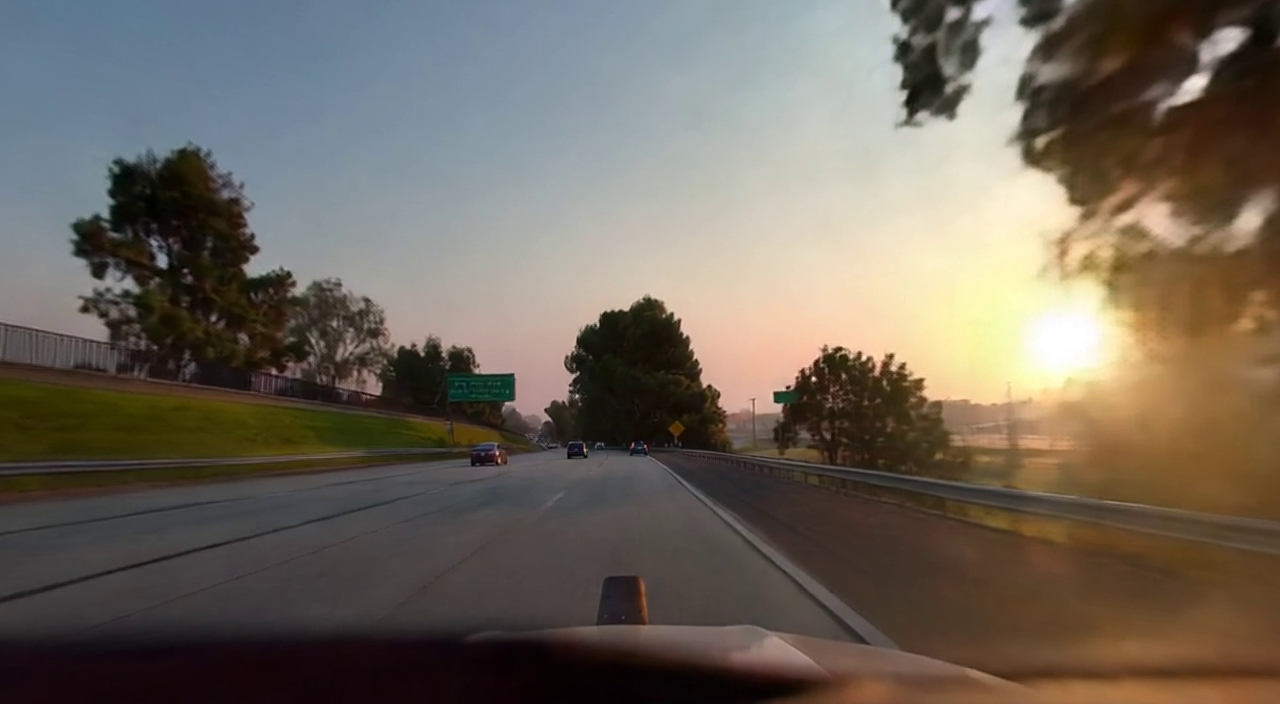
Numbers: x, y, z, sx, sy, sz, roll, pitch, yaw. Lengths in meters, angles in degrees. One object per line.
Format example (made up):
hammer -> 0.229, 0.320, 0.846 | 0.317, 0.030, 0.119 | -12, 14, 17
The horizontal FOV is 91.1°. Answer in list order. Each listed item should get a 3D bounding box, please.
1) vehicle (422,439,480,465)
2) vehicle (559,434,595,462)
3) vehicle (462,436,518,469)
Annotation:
vehicle -> -11.679, 6.208, 39.156 | 2.100, 1.537, 5.092 | 0, -8, -1
vehicle -> -4.345, 6.691, 43.946 | 2.138, 1.833, 4.622 | 0, -8, -1
vehicle -> -8.035, 5.409, 34.025 | 2.015, 1.651, 4.432 | 0, -8, -1
